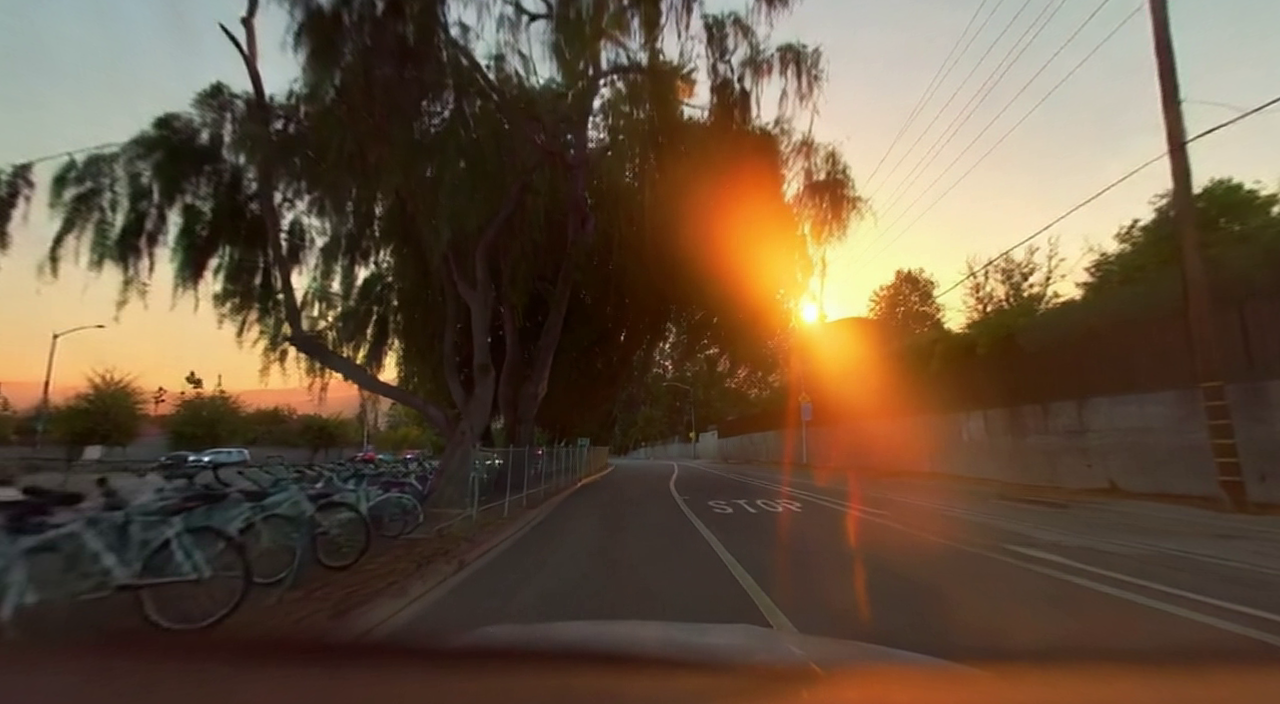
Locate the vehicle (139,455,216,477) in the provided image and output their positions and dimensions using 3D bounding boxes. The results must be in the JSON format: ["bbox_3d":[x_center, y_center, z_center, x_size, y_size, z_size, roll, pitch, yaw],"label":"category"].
[{"bbox_3d":[-33.054,8.160,45.216,4.108,1.480,1.800,0,-9,1],"label":"vehicle"}]
